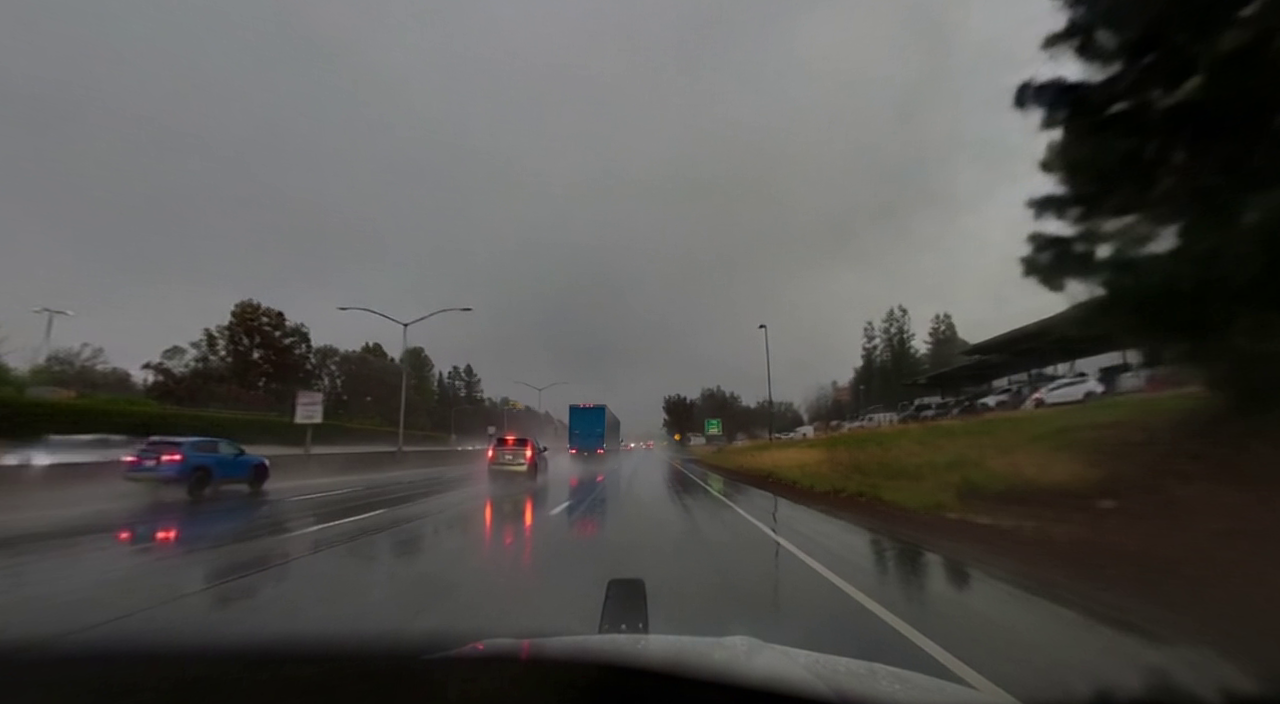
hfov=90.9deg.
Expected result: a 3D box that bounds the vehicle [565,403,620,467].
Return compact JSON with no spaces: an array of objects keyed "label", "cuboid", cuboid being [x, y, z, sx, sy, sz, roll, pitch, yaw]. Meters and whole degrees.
[{"label":"vehicle","cuboid":[-3.251,6.257,46.767,2.905,4.037,12.921,0,-8,1]}]

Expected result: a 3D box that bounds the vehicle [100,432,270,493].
[{"label":"vehicle","cuboid":[-14.266,3.463,20.191,1.997,1.695,4.492,0,-8,1]}]

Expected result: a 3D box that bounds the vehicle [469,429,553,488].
[{"label":"vehicle","cuboid":[-4.418,3.717,22.292,2.058,1.840,4.443,0,-8,0]}]

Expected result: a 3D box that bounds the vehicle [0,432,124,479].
[{"label":"vehicle","cuboid":[-21.687,3.718,22.912,1.892,1.510,4.565,0,-8,1]}]
